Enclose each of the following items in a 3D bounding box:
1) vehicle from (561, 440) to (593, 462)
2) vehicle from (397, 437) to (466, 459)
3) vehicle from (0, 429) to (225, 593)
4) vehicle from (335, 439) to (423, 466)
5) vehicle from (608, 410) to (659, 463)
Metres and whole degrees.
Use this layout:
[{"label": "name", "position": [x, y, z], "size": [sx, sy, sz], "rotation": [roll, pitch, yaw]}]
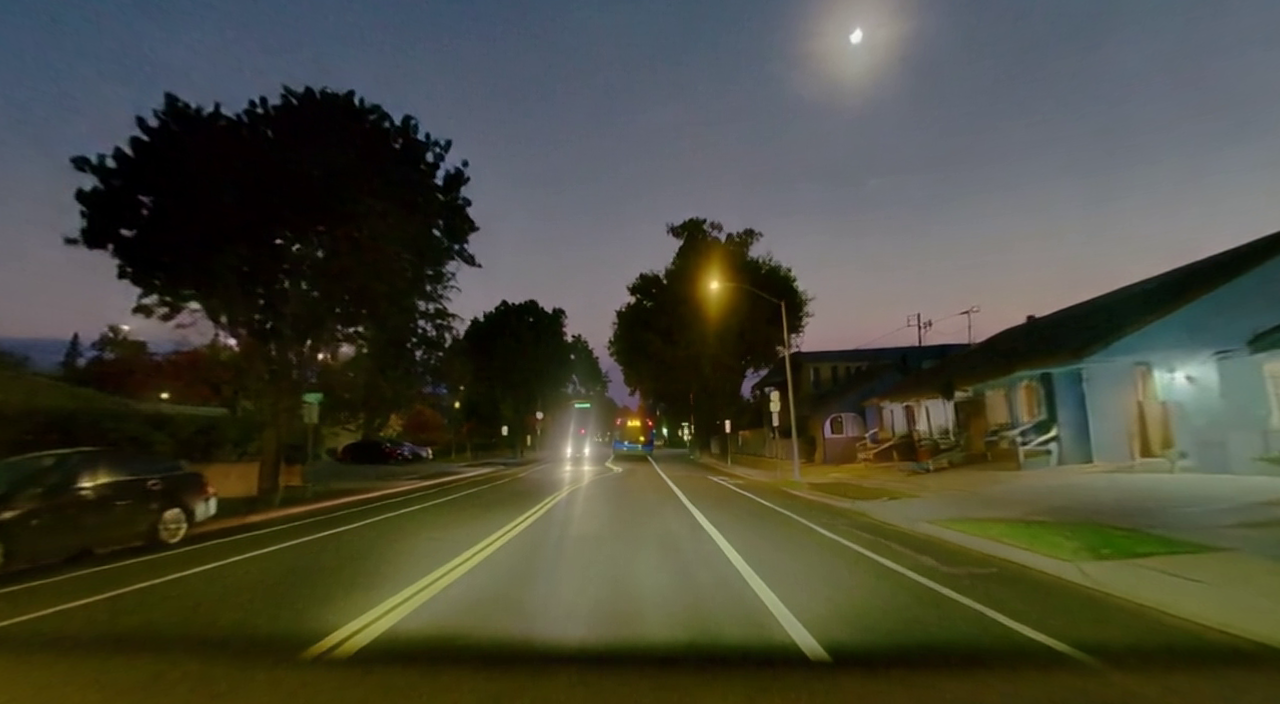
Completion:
[{"label": "vehicle", "position": [-4.479, 7.104, 45.450], "size": [1.925, 1.489, 4.235], "rotation": [0, -8, -1]}, {"label": "vehicle", "position": [-16.340, 7.518, 49.698], "size": [4.778, 1.565, 1.919], "rotation": [-1, -5, 0]}, {"label": "vehicle", "position": [-7.897, 2.029, 8.322], "size": [1.898, 1.755, 4.603], "rotation": [-5, -9, -1]}, {"label": "vehicle", "position": [-15.631, 6.035, 38.018], "size": [4.481, 1.591, 1.807], "rotation": [0, -8, -1]}, {"label": "vehicle", "position": [-0.311, 6.211, 46.294], "size": [3.031, 3.200, 13.052], "rotation": [3, -8, 1]}]
